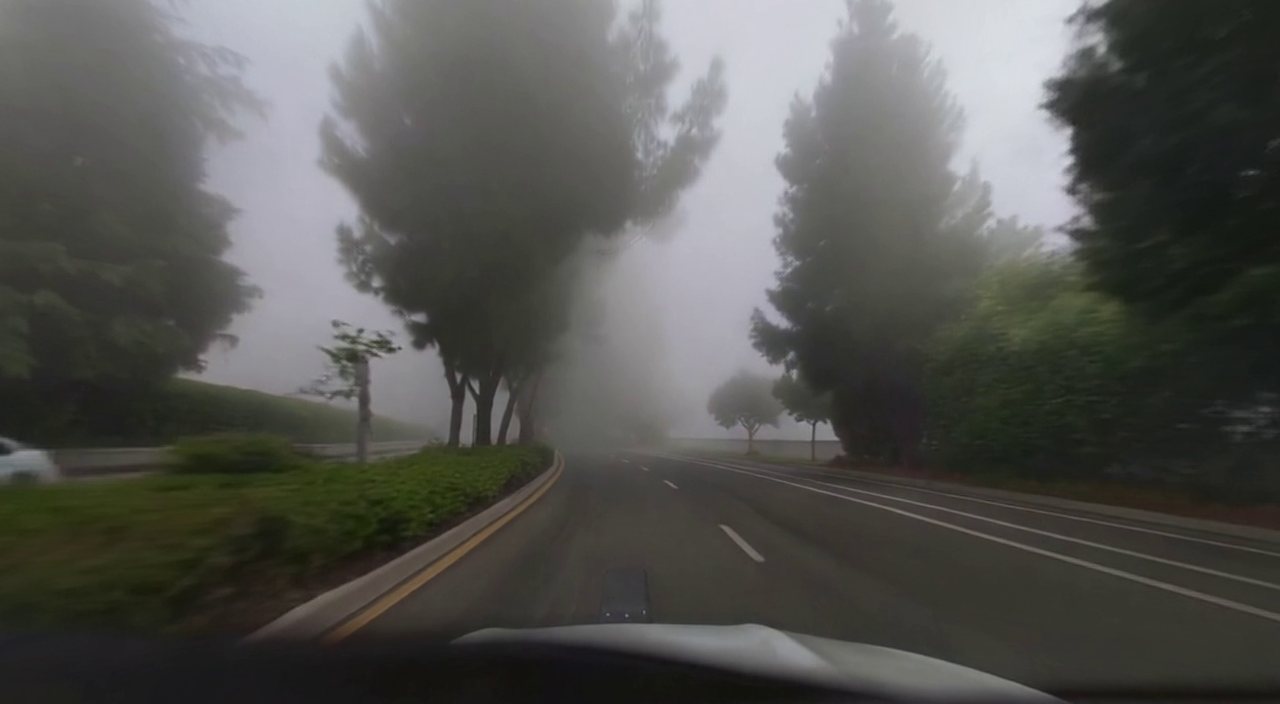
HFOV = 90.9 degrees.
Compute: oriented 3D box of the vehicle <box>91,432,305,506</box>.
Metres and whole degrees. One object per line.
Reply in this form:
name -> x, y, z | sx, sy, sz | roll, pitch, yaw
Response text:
vehicle -> -10.105, 2.688, 14.989 | 1.953, 1.458, 4.544 | 0, -8, -3
